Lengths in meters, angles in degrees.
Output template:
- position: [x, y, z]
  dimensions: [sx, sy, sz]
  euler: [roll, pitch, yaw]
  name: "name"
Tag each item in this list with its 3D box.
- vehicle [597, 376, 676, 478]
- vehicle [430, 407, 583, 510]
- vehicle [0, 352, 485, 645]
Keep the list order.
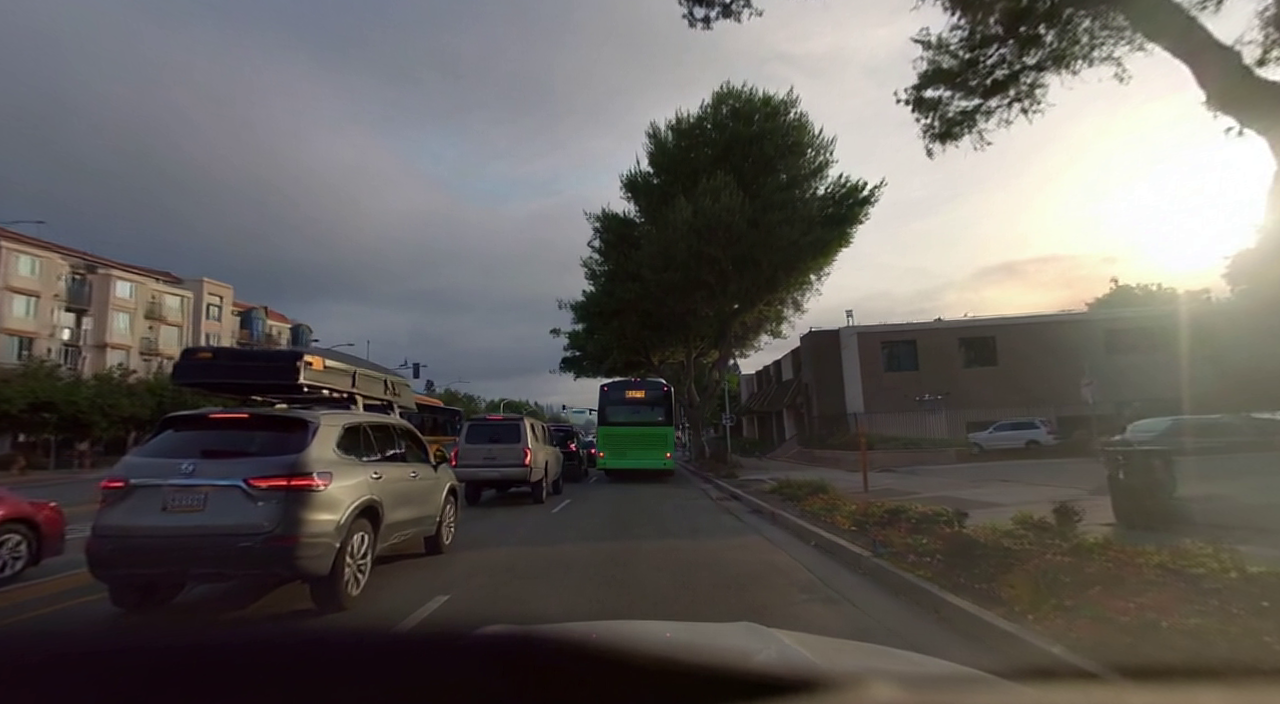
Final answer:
- position: [-0.125, 3.744, 30.111]
  dimensions: [2.970, 3.857, 12.200]
  euler: [0, -9, 0]
  name: "vehicle"
- position: [-3.045, 2.652, 16.147]
  dimensions: [2.546, 2.125, 5.869]
  euler: [0, -9, 1]
  name: "vehicle"
- position: [-3.355, 1.316, 6.667]
  dimensions: [2.095, 1.892, 5.043]
  euler: [0, -9, 1]
  name: "vehicle"
